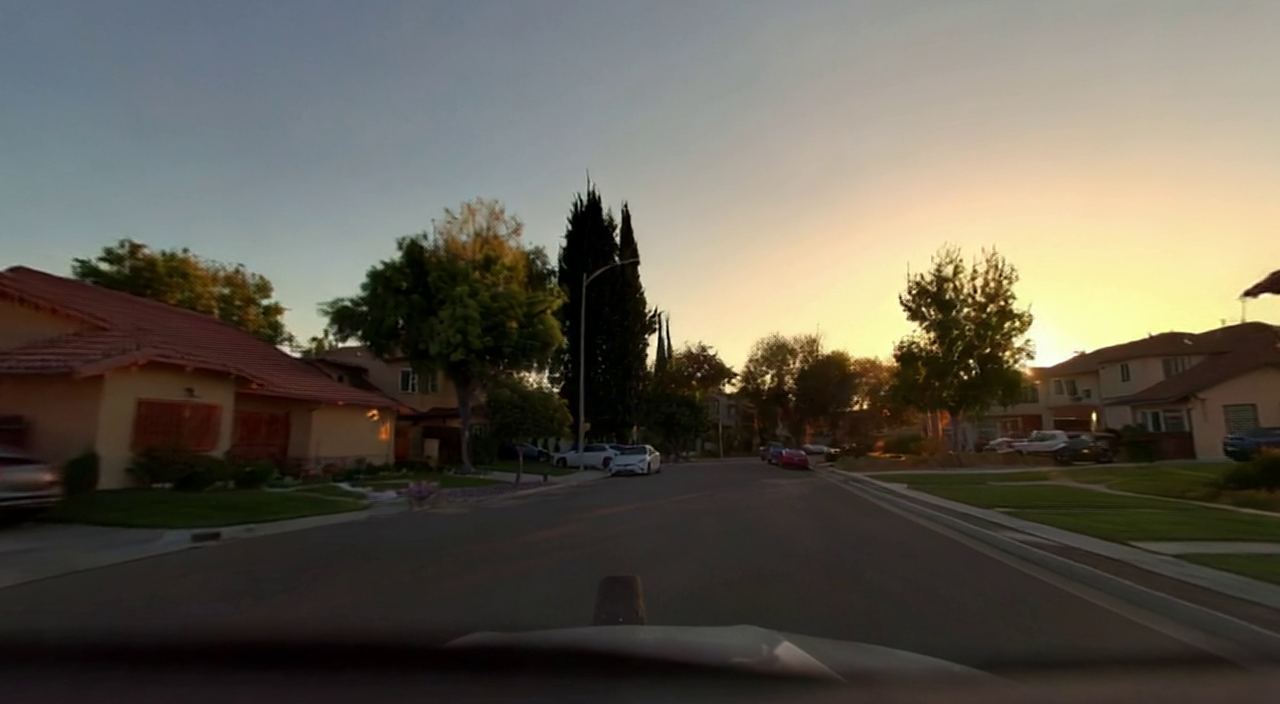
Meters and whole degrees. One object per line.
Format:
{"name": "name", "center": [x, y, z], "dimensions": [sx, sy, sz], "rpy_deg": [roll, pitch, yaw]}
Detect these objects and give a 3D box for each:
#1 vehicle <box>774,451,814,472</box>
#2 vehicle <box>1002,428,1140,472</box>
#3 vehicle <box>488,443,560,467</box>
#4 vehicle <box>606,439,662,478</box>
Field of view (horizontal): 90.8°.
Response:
{"name": "vehicle", "center": [11.499, 8.200, 47.475], "dimensions": [1.984, 1.437, 4.726], "rpy_deg": [0, -9, 2]}
{"name": "vehicle", "center": [17.711, 4.032, 26.083], "dimensions": [4.384, 1.688, 1.956], "rpy_deg": [1, -8, -6]}
{"name": "vehicle", "center": [-7.492, 6.596, 40.727], "dimensions": [4.376, 1.458, 2.046], "rpy_deg": [2, -8, -12]}
{"name": "vehicle", "center": [-0.203, 5.585, 33.577], "dimensions": [2.215, 1.859, 4.765], "rpy_deg": [-1, -8, 9]}
